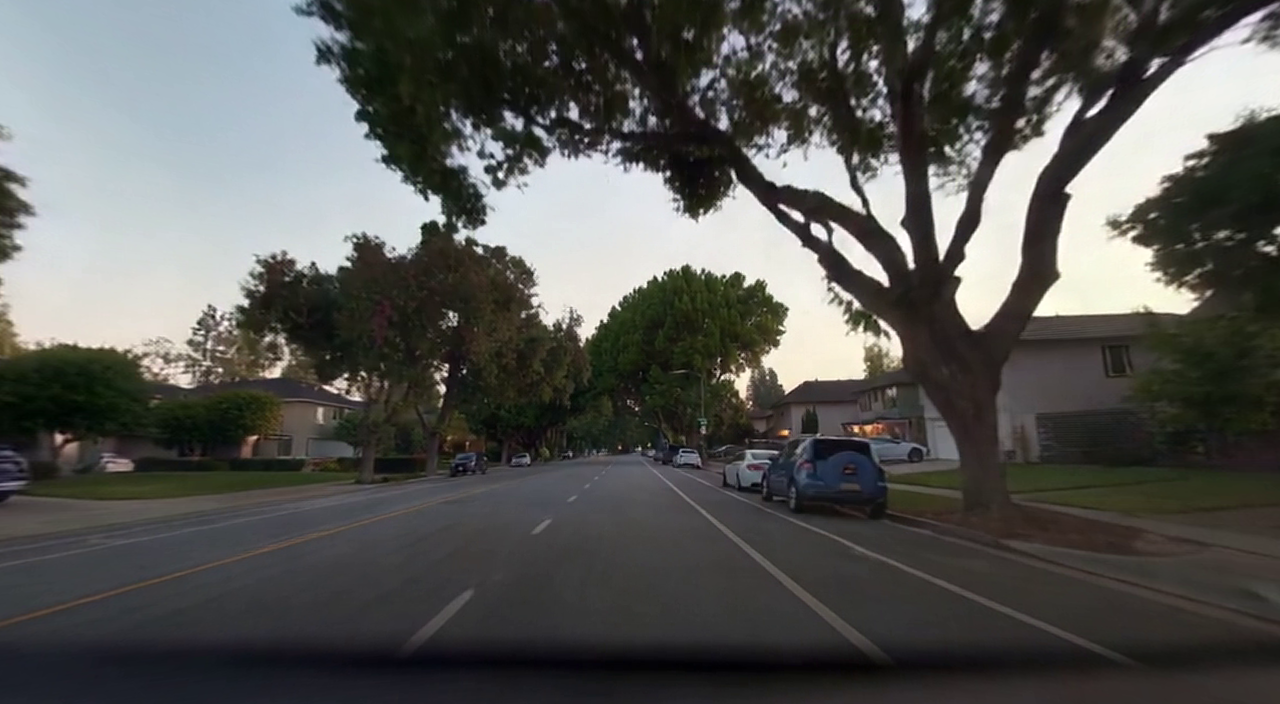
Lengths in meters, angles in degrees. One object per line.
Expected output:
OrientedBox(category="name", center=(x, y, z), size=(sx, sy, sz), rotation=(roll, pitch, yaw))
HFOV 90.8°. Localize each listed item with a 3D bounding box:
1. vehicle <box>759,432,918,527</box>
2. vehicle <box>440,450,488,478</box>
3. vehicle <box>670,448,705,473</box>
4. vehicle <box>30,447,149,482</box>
OrientedBox(category="vehicle", center=(4.062, 2.685, 13.844), size=(1.915, 1.715, 4.451), rotation=(0, -9, -1))
OrientedBox(category="vehicle", center=(-11.616, 7.411, 42.023), size=(2.091, 1.717, 4.392), rotation=(0, -9, -3))
OrientedBox(category="vehicle", center=(3.330, 7.696, 45.042), size=(2.007, 1.657, 4.362), rotation=(0, -9, -2))
OrientedBox(category="vehicle", center=(-29.259, 5.977, 33.695), size=(4.330, 1.760, 2.044), rotation=(0, -9, -1))
